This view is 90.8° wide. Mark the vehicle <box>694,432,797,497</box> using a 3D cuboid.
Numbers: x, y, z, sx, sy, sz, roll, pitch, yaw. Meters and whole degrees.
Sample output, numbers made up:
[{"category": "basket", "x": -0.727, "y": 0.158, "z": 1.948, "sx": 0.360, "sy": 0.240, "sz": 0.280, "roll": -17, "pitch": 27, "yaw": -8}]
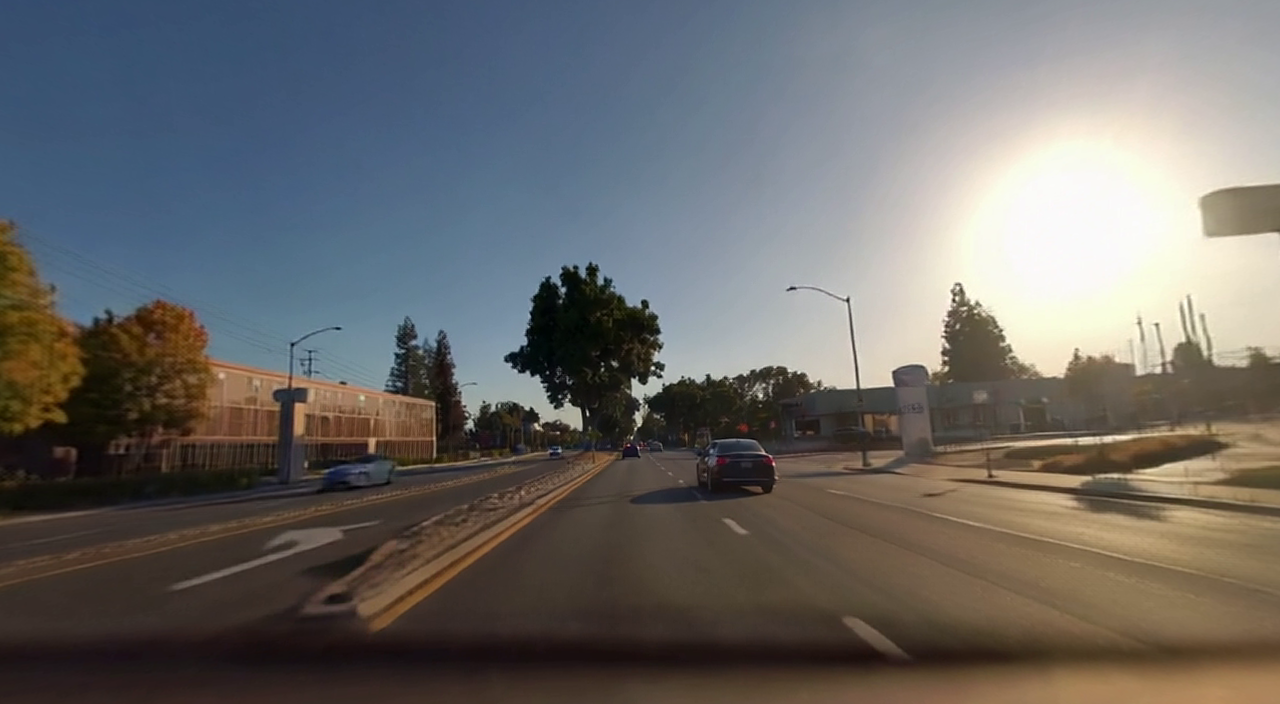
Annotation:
[{"category": "vehicle", "x": 2.830, "y": 3.165, "z": 18.181, "sx": 1.995, "sy": 1.616, "sz": 4.729, "roll": 0, "pitch": -8, "yaw": -2}]

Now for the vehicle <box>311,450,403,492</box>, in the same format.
[{"category": "vehicle", "x": -12.239, "y": 5.144, "z": 27.697, "sx": 1.943, "sy": 1.672, "sz": 4.368, "roll": 0, "pitch": -8, "yaw": 1}]
